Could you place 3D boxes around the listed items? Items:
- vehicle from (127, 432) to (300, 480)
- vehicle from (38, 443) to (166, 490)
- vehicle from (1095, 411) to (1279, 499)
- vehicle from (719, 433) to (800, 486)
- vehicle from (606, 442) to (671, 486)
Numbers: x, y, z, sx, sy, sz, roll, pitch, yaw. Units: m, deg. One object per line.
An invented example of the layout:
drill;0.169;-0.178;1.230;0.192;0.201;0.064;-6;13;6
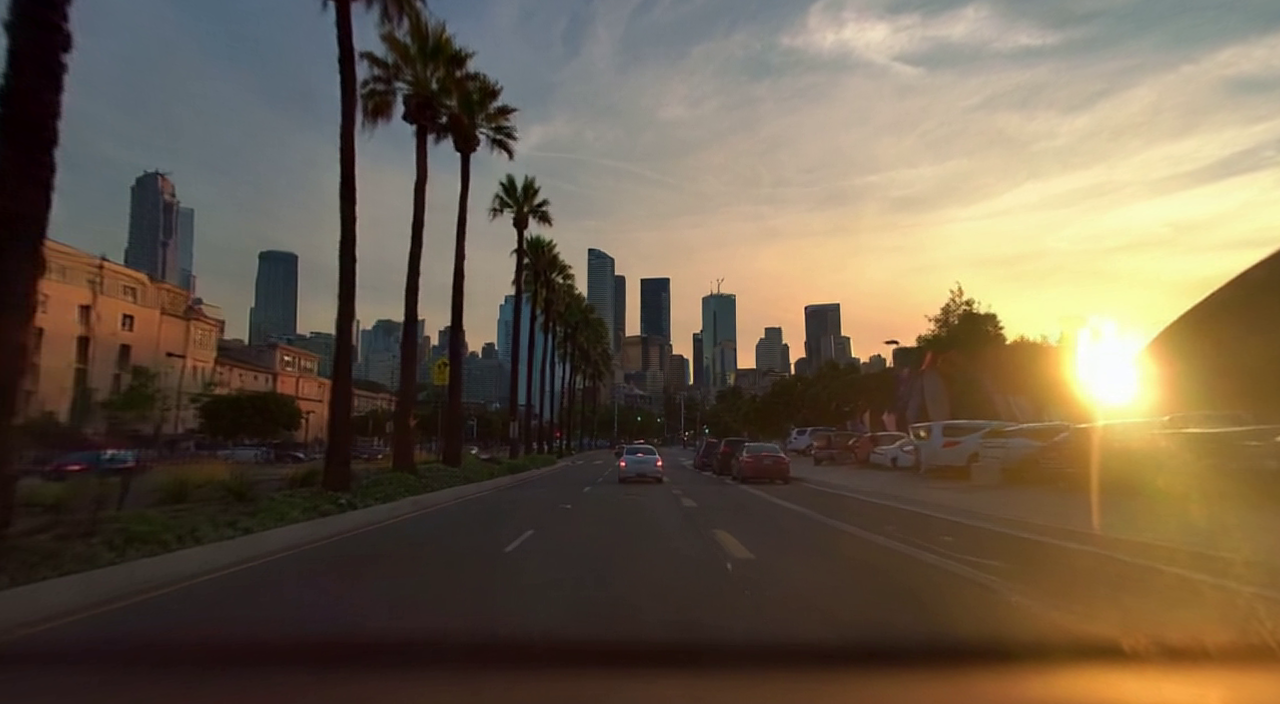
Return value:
vehicle;-30.636;7.571;46.553;3.081;3.048;13.223;0;-8;3
vehicle;-26.432;5.646;31.230;2.277;2.133;4.869;1;-10;-6
vehicle;12.690;2.140;13.200;4.556;1.657;2.242;0;-8;-3
vehicle;4.380;4.033;23.998;2.136;1.774;4.778;0;-8;0
vehicle;-0.050;4.158;23.748;2.235;1.528;3.876;0;-8;0
